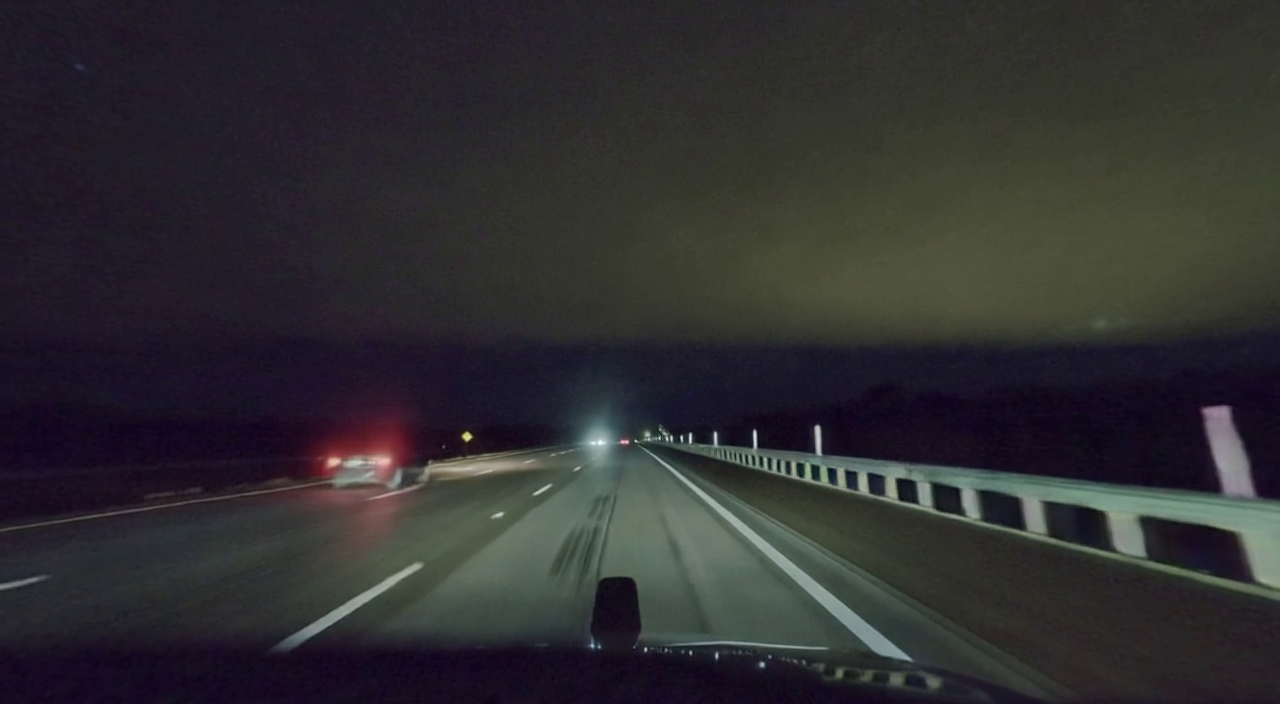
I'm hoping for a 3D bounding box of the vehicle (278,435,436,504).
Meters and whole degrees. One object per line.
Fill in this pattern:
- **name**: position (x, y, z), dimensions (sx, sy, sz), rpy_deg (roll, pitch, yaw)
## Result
- **vehicle**: position (-6.831, 2.839, 15.794), dimensions (1.989, 1.473, 4.345), rpy_deg (0, -8, 0)
